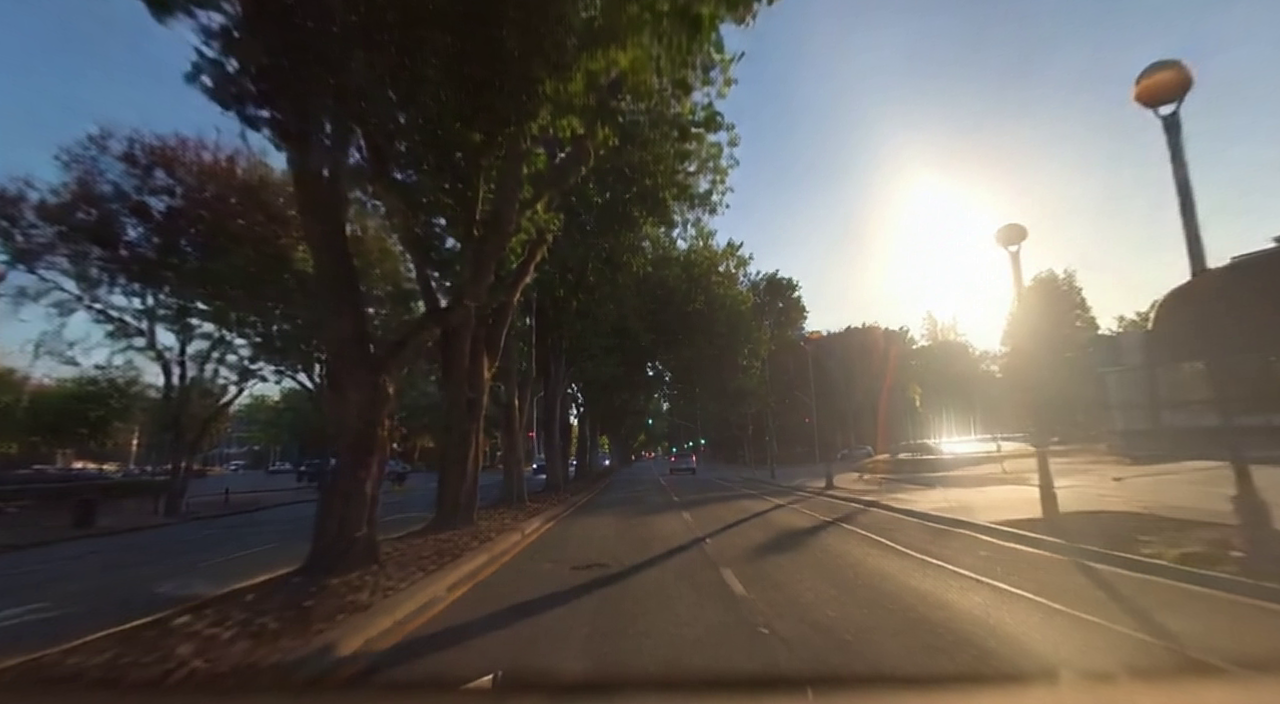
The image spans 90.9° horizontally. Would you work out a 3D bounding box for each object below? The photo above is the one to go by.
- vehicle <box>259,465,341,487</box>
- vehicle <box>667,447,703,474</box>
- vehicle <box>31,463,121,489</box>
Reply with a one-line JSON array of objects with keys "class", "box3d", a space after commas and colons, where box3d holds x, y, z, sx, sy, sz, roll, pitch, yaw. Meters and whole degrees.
[{"class": "vehicle", "box3d": [-24.975, 9.118, 46.419, 4.815, 1.469, 2.056, 0, -8, 1]}, {"class": "vehicle", "box3d": [2.990, 7.379, 42.985, 2.129, 1.719, 4.205, 0, -9, 0]}, {"class": "vehicle", "box3d": [-41.819, 9.185, 46.808, 4.687, 1.625, 2.096, -2, -8, 0]}]
